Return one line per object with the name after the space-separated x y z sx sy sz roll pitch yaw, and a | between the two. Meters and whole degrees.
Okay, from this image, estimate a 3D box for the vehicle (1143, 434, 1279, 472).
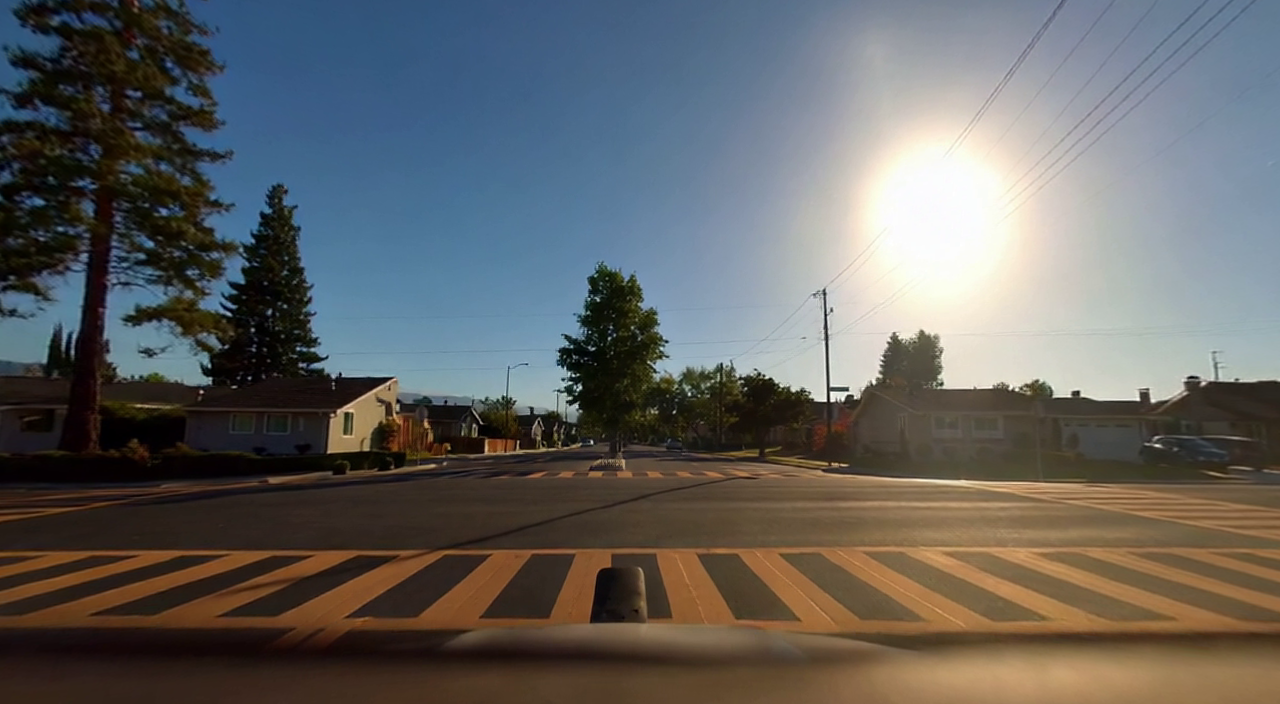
26.462 4.611 29.128 2.152 1.606 5.402 0 -8 1 | vehicle
